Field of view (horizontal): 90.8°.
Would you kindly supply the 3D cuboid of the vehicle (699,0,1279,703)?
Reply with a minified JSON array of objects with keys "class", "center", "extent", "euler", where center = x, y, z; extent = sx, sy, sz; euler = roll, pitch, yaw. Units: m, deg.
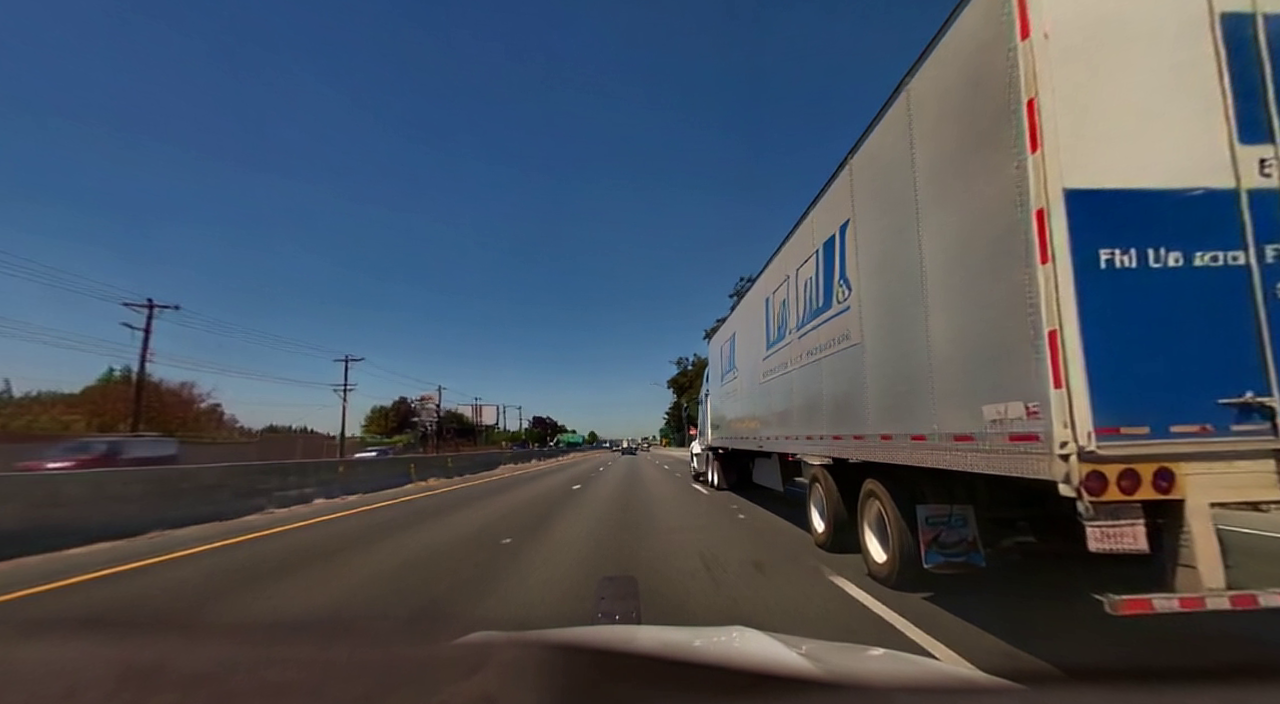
[{"class":"vehicle","center":[3.548,0.824,11.844],"extent":[2.891,4.387,17.121],"euler":[0,-9,-1]}]

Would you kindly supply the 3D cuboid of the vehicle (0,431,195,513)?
[{"class":"vehicle","center":[-14.557,2.972,16.235],"extent":[2.203,1.736,5.504],"euler":[0,-9,0]}]

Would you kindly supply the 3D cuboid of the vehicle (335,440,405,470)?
[{"class":"vehicle","center":[-19.014,7.285,44.877],"extent":[2.405,1.928,5.701],"euler":[0,-9,0]}]
